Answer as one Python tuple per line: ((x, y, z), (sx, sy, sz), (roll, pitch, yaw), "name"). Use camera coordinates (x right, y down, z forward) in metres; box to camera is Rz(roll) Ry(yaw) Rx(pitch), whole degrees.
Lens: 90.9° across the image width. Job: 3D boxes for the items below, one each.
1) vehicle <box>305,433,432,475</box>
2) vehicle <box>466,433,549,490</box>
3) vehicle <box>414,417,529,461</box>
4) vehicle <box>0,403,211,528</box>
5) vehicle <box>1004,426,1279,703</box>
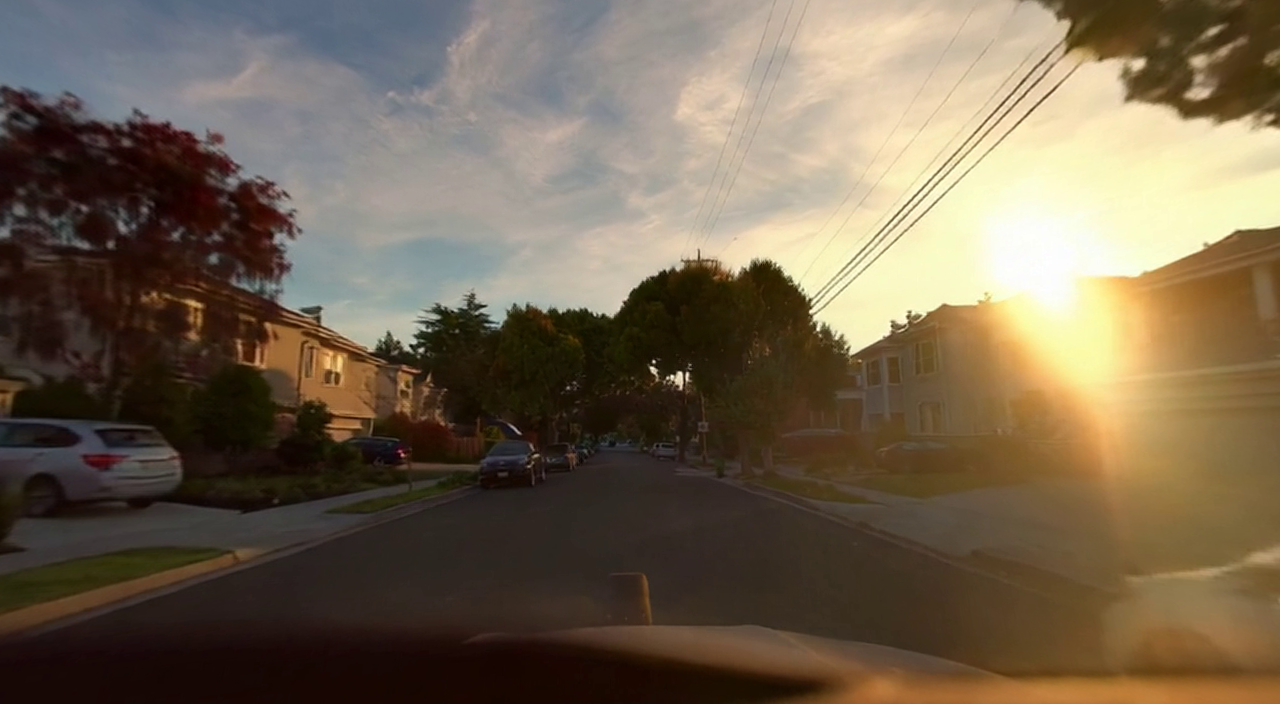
((-11.296, 4.268, 26.516), (4.414, 1.658, 1.988), (0, -8, -2), "vehicle")
((-4.289, 3.654, 21.159), (1.974, 1.664, 4.539), (0, -9, -3), "vehicle")
((-11.040, 5.782, 41.949), (6.780, 2.770, 2.970), (0, -8, 0), "vehicle")
((-9.782, 1.744, 9.985), (4.480, 1.740, 1.988), (0, -8, 2), "vehicle")
((3.145, 0.857, 1.387), (1.996, 1.409, 4.446), (0, -8, -1), "vehicle")
